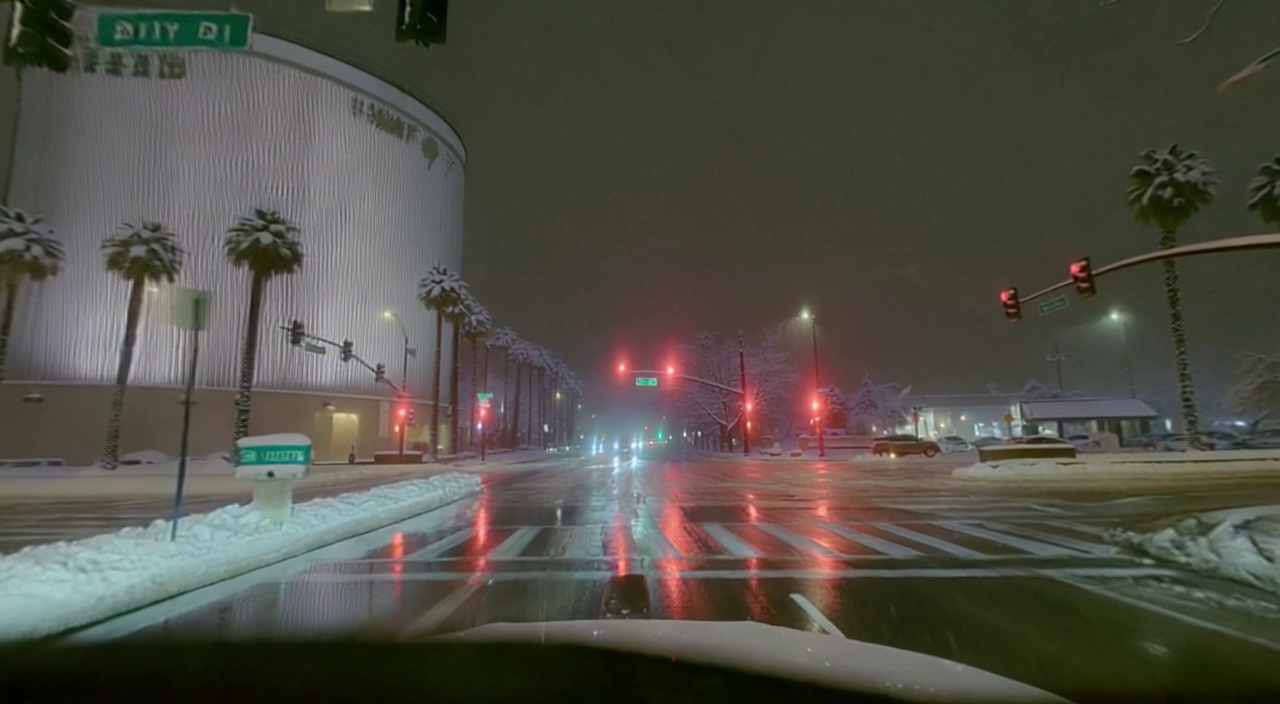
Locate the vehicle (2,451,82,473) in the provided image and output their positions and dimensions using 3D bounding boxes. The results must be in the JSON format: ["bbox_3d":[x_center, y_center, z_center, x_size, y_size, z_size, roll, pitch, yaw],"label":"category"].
[{"bbox_3d":[-41.649,7.658,43.945,3.698,1.467,1.779,0,-8,1],"label":"vehicle"}]

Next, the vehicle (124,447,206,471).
[{"bbox_3d":[-33.061,7.441,43.928,4.136,1.661,1.857,0,-8,0],"label":"vehicle"}]

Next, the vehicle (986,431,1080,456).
[{"bbox_3d":[23.540,5.492,37.847,4.423,1.465,1.798,0,-8,1],"label":"vehicle"}]

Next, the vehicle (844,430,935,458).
[{"bbox_3d":[15.024,5.569,38.090,4.648,1.665,1.910,0,-8,0],"label":"vehicle"}]

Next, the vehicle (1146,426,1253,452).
[{"bbox_3d":[33.210,5.195,37.492,4.567,1.458,1.791,0,-8,0],"label":"vehicle"}]

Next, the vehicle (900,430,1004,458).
[{"bbox_3d":[16.938,5.017,34.375,4.684,1.461,1.777,0,-8,-1],"label":"vehicle"}]
